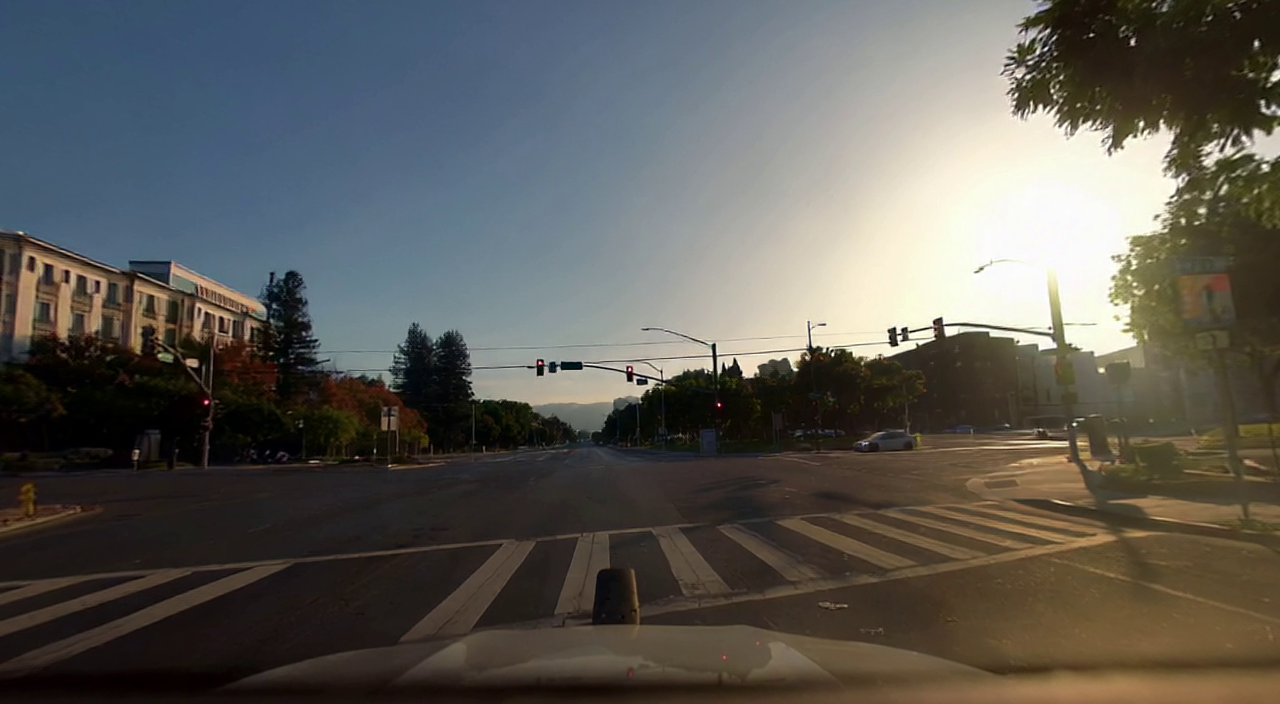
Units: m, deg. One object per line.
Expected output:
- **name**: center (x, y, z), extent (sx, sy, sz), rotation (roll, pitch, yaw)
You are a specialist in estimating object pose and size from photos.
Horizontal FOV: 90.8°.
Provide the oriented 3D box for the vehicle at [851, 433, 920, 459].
- **vehicle**: center (17.612, 6.735, 45.267), extent (4.600, 1.783, 1.970), rotation (4, -10, -26)
